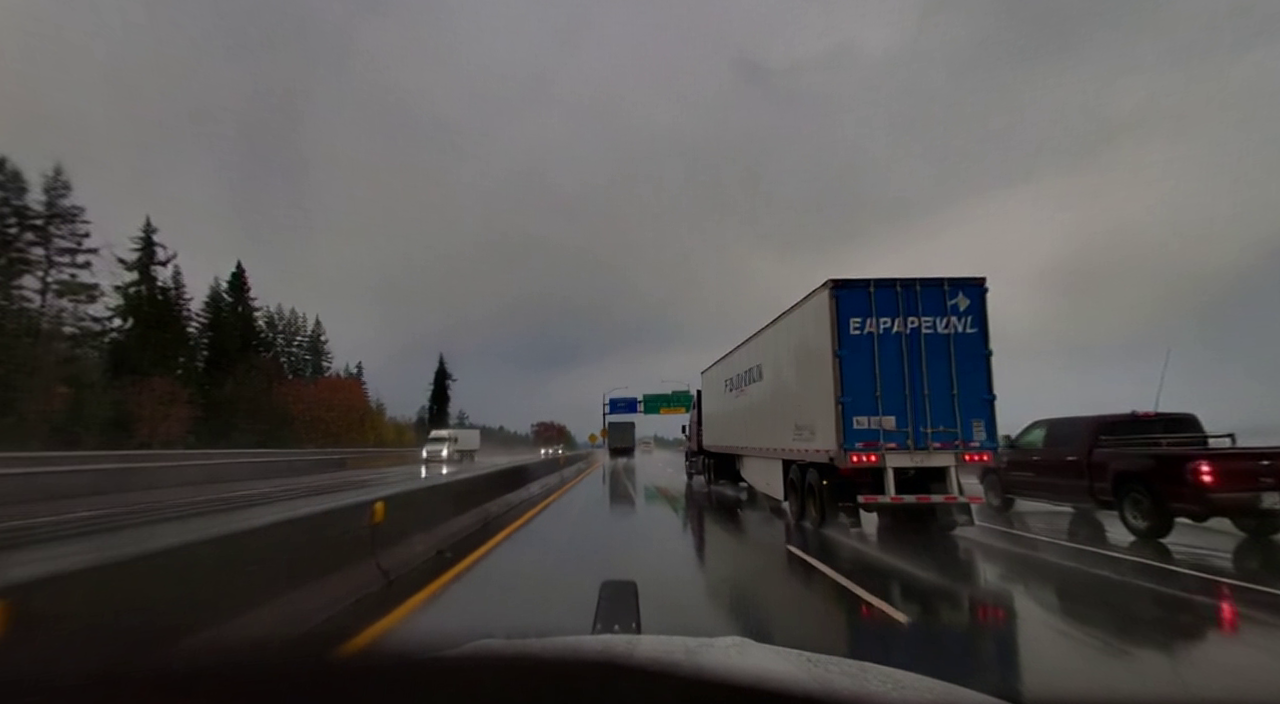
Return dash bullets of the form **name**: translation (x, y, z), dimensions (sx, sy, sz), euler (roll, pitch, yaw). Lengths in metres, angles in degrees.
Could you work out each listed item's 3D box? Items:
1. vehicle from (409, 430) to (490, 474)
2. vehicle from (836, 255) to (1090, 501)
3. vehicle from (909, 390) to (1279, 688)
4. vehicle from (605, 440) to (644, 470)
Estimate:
- **vehicle**: translation (-12.754, 6.744, 43.111), dimensions (2.774, 2.621, 9.453), euler (0, -8, -1)
- **vehicle**: translation (4.282, 0.417, 8.806), dimensions (2.244, 3.047, 2.035), euler (0, -8, -2)
- **vehicle**: translation (4.590, 1.234, 5.297), dimensions (4.253, 1.543, 2.045), euler (4, -9, -30)
- **vehicle**: translation (-0.821, 5.443, 33.475), dimensions (1.943, 1.491, 3.459), euler (0, -8, -2)
